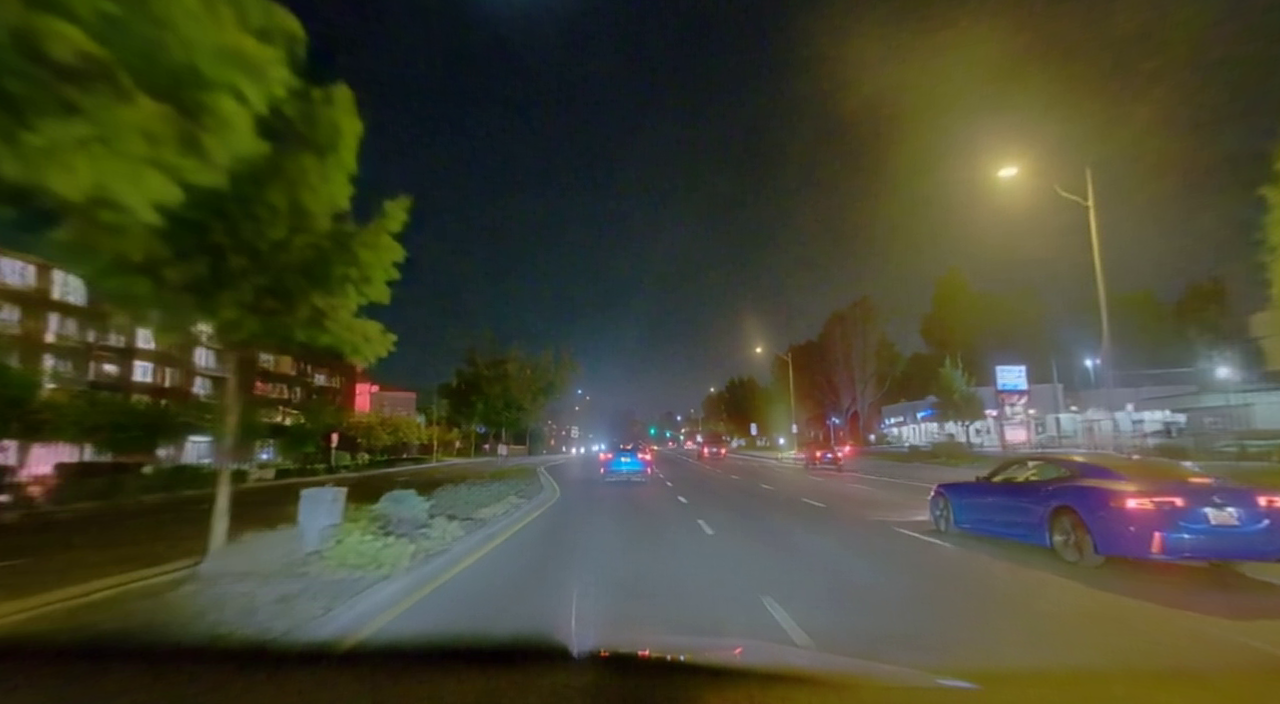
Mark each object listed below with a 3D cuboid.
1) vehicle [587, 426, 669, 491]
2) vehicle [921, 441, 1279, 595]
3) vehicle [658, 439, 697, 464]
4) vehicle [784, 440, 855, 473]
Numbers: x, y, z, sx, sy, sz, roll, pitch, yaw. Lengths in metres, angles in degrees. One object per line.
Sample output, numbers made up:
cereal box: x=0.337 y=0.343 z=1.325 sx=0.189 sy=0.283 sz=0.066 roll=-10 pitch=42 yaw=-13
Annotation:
vehicle: x=-0.394 y=3.249 z=19.438 sx=2.266 sy=1.762 sz=4.131 roll=0 pitch=-9 yaw=-2
vehicle: x=5.602 y=1.774 z=7.669 sx=2.258 sy=1.294 sz=4.312 roll=0 pitch=-9 yaw=-2
vehicle: x=2.299 y=6.351 z=40.221 sx=2.078 sy=1.471 sz=4.142 roll=0 pitch=-9 yaw=-2
vehicle: x=8.713 y=5.113 z=31.096 sx=2.045 sy=1.484 sz=4.342 roll=0 pitch=-9 yaw=-2
